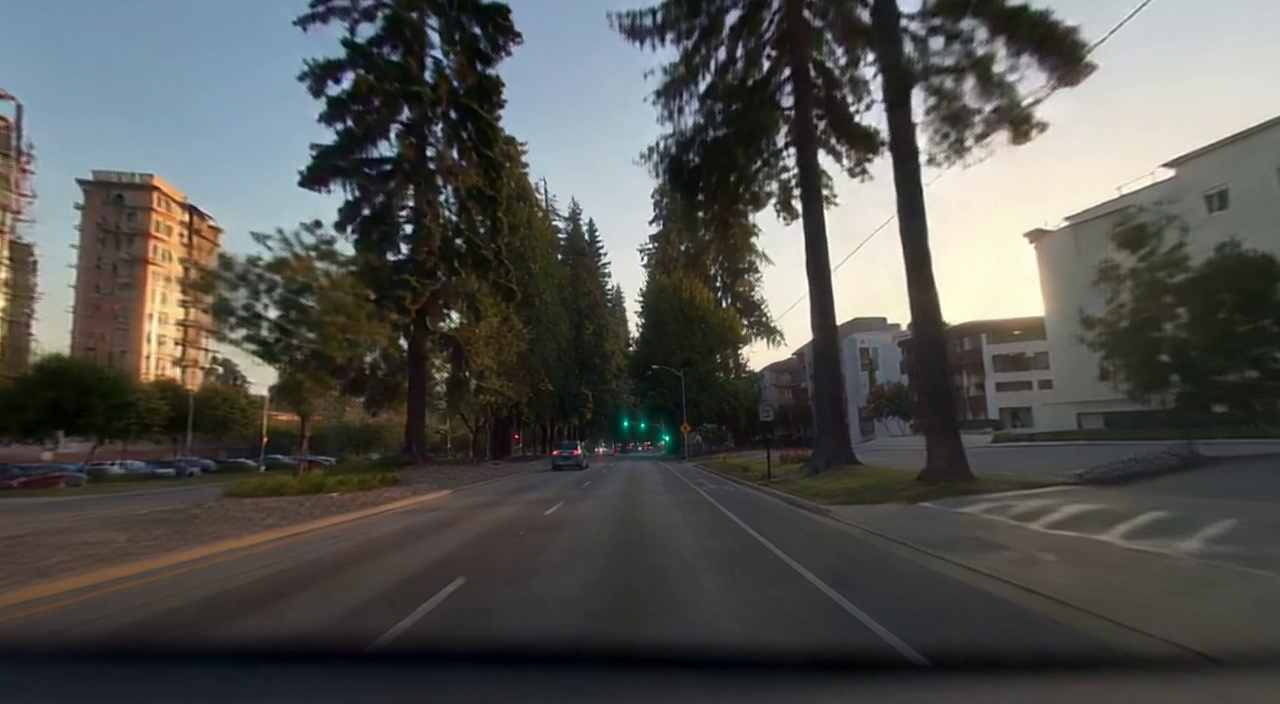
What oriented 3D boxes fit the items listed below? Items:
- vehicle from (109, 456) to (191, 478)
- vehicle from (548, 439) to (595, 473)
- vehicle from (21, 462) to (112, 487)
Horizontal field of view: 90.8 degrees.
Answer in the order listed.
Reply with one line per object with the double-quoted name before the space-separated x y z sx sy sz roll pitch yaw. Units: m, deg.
"vehicle" -37.089 8.698 47.878 4.463 1.545 2.076 -1 -9 2
"vehicle" -3.621 5.585 34.130 1.959 1.741 4.141 0 -8 1
"vehicle" -36.880 7.863 40.682 3.950 1.513 1.797 0 -9 -5
